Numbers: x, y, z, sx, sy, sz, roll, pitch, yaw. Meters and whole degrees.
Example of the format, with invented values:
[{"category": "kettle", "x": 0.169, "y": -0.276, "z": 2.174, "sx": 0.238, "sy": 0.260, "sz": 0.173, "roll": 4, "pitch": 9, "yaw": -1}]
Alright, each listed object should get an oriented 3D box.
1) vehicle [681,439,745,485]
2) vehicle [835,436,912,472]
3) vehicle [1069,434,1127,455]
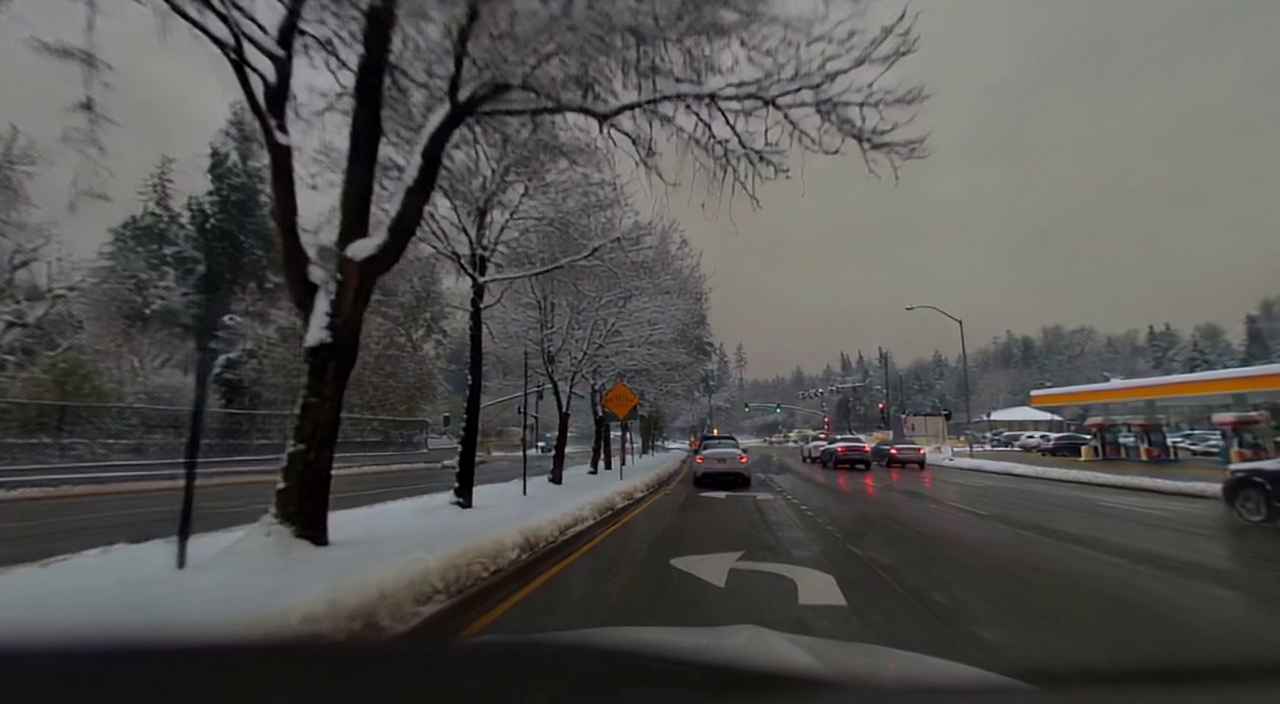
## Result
[{"category": "vehicle", "x": 2.586, "y": 3.884, "z": 22.509, "sx": 2.032, "sy": 1.461, "sz": 4.173, "roll": -1, "pitch": -9, "yaw": 6}, {"category": "vehicle", "x": 11.873, "y": 5.216, "z": 32.444, "sx": 1.991, "sy": 1.695, "sz": 4.357, "roll": 1, "pitch": -9, "yaw": -4}, {"category": "vehicle", "x": 34.893, "y": 7.082, "z": 48.177, "sx": 1.914, "sy": 1.563, "sz": 3.672, "roll": -1, "pitch": -9, "yaw": 7}]
